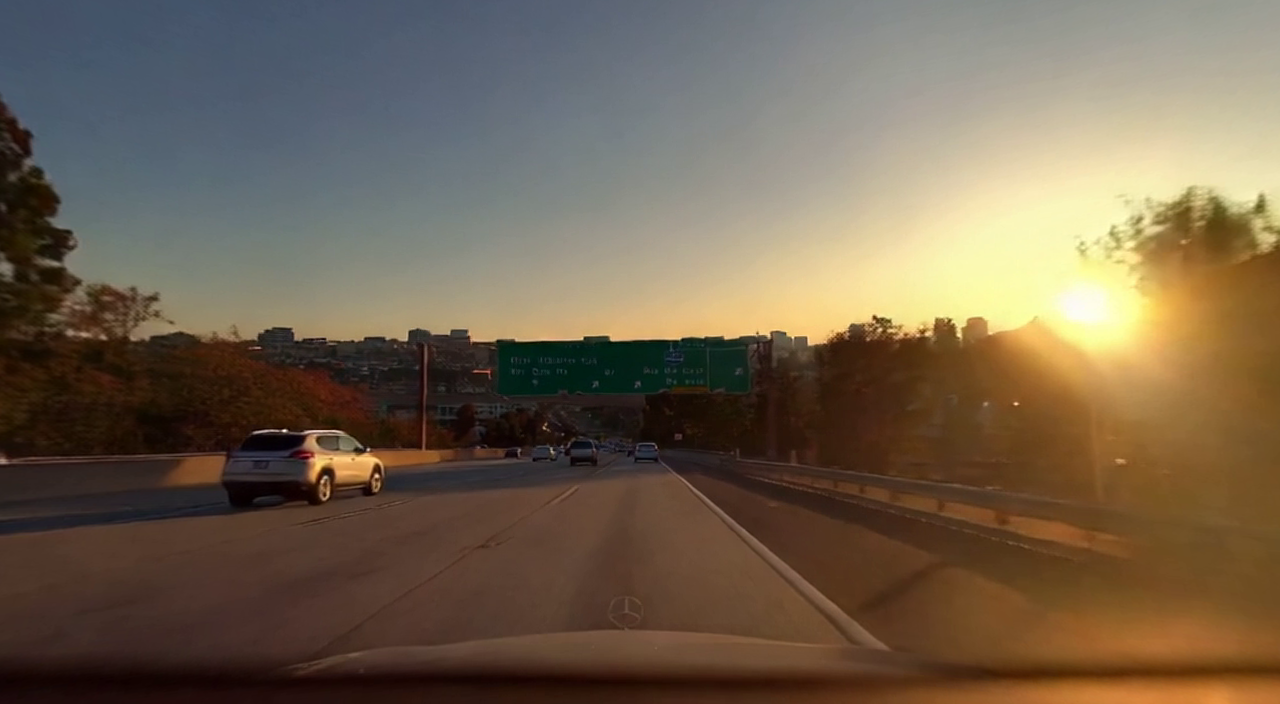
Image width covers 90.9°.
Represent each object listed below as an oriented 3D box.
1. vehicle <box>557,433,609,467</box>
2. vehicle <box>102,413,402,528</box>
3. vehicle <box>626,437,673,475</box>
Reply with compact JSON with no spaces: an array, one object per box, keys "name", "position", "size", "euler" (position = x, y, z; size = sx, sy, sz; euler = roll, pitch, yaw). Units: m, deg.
[{"name":"vehicle","position":[-3.650,6.432,41.551],"size":[2.751,2.050,5.761],"euler":[0,-8,1]},{"name":"vehicle","position":[-7.625,2.415,13.565],"size":[2.521,1.901,5.988],"euler":[0,-8,2]},{"name":"vehicle","position":[0.443,5.089,31.211],"size":[2.135,1.697,4.757],"euler":[0,-8,0]}]
